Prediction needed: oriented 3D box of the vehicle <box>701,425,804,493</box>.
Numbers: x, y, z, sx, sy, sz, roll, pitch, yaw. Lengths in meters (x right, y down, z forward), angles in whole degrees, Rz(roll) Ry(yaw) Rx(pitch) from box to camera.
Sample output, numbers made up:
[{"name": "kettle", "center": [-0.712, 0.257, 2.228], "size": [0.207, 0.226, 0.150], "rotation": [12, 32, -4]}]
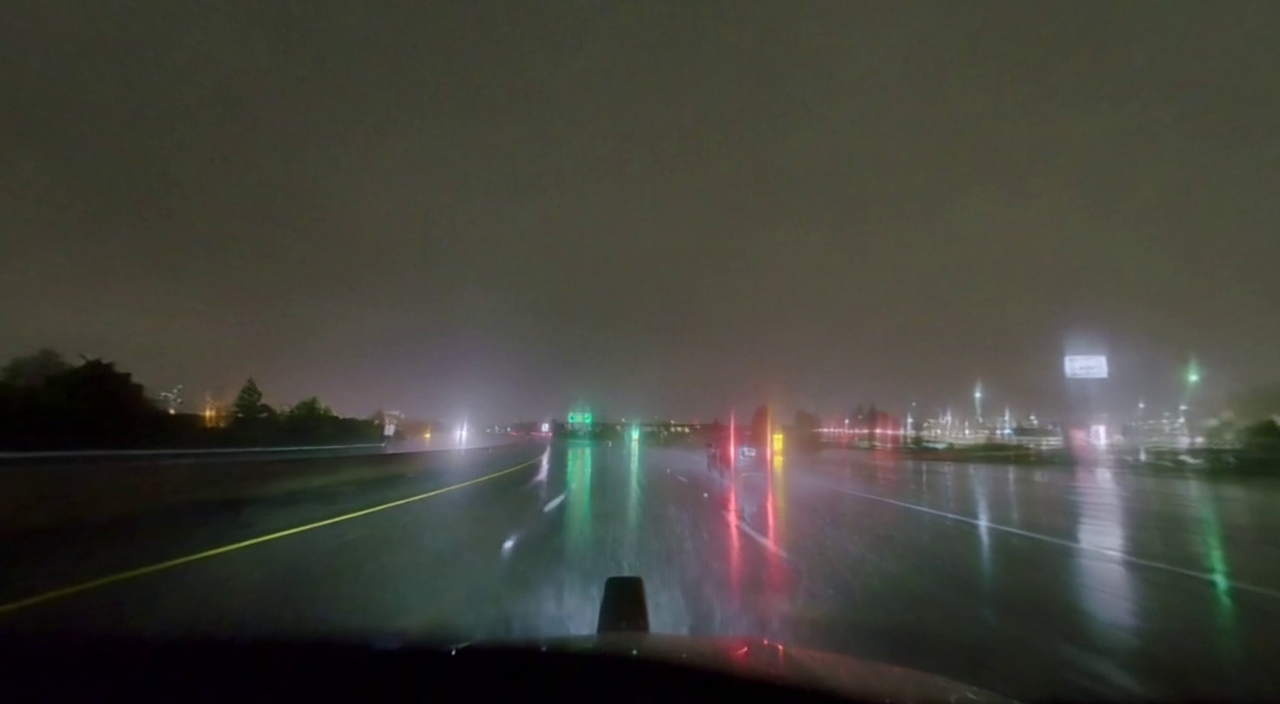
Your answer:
[{"name": "vehicle", "center": [3.069, 3.033, 18.204], "size": [2.059, 1.715, 4.192], "rotation": [0, -8, -2]}]
